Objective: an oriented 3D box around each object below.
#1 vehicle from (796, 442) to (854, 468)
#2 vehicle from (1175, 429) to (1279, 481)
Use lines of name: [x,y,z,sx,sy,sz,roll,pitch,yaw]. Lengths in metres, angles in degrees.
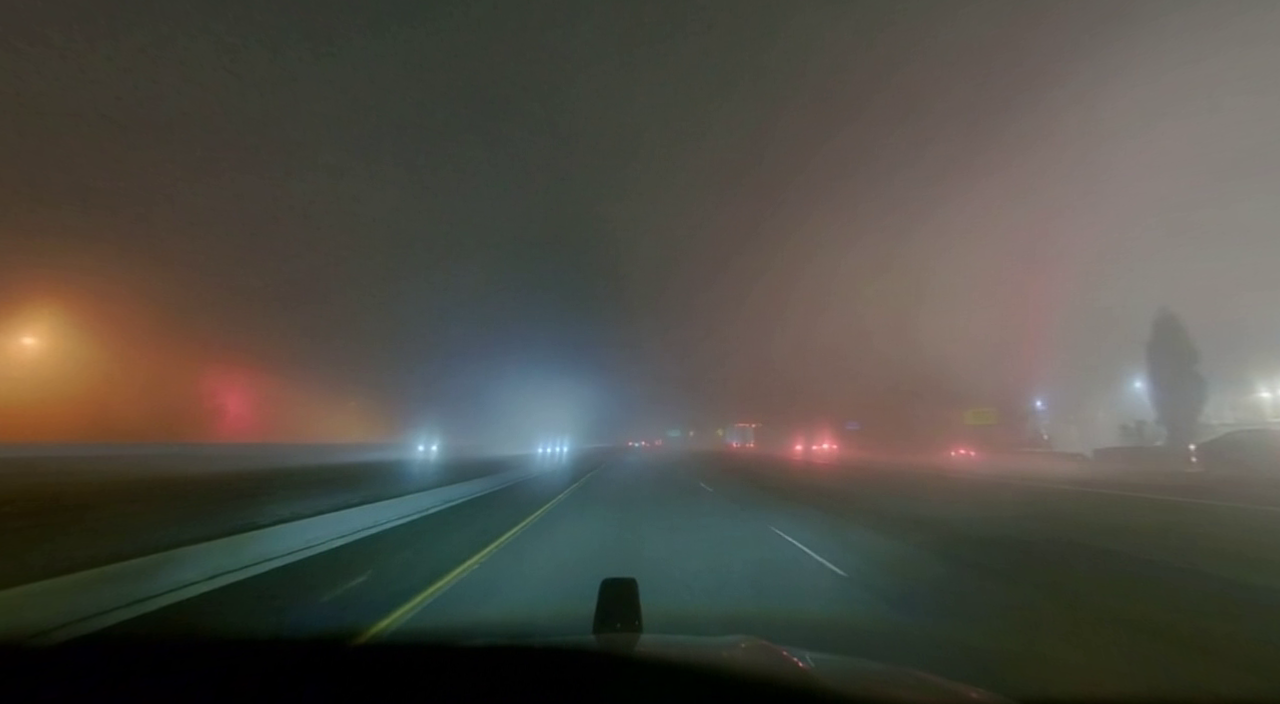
vehicle: [11.111,6.173,38.069,2.017,1.478,4.364,0,-8,-2]
vehicle: [24.159,3.975,24.432,2.074,1.881,5.056,1,-8,-4]
